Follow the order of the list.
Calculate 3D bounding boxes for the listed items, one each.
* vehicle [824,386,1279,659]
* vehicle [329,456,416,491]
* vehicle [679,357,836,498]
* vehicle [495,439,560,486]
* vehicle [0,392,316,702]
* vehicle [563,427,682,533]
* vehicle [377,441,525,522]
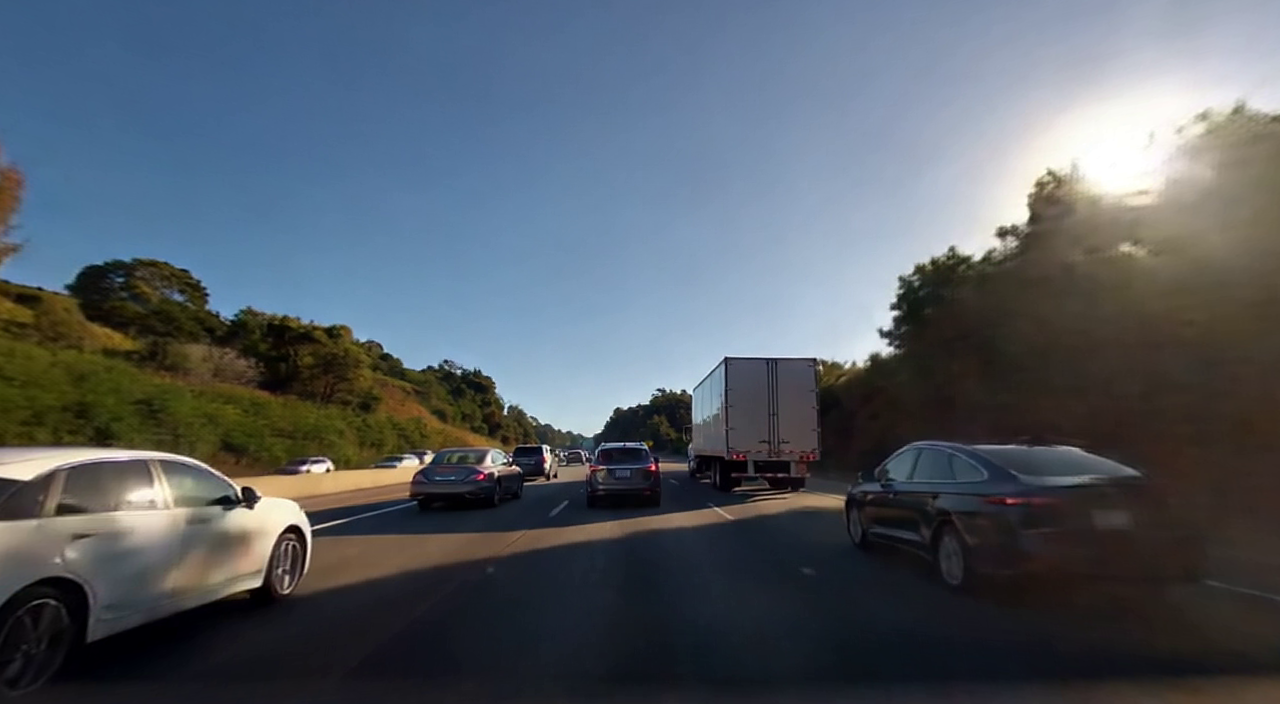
[{"bbox_3d":[3.653,1.459,6.467,2.076,1.751,4.666,0,-9,0],"label":"vehicle"},{"bbox_3d":[-12.190,5.560,29.084,1.923,1.436,4.605,0,-9,1],"label":"vehicle"},{"bbox_3d":[3.897,3.394,26.247,3.186,4.111,15.553,0,-9,-1],"label":"vehicle"},{"bbox_3d":[-4.653,4.632,26.612,1.959,1.808,3.790,0,-9,1],"label":"vehicle"},{"bbox_3d":[-4.281,1.227,4.559,1.789,1.620,3.841,0,-9,0],"label":"vehicle"},{"bbox_3d":[-0.301,2.515,12.938,2.037,1.792,4.194,0,-9,0],"label":"vehicle"},{"bbox_3d":[-3.984,2.800,14.154,1.923,1.503,4.293,0,-9,1],"label":"vehicle"}]
